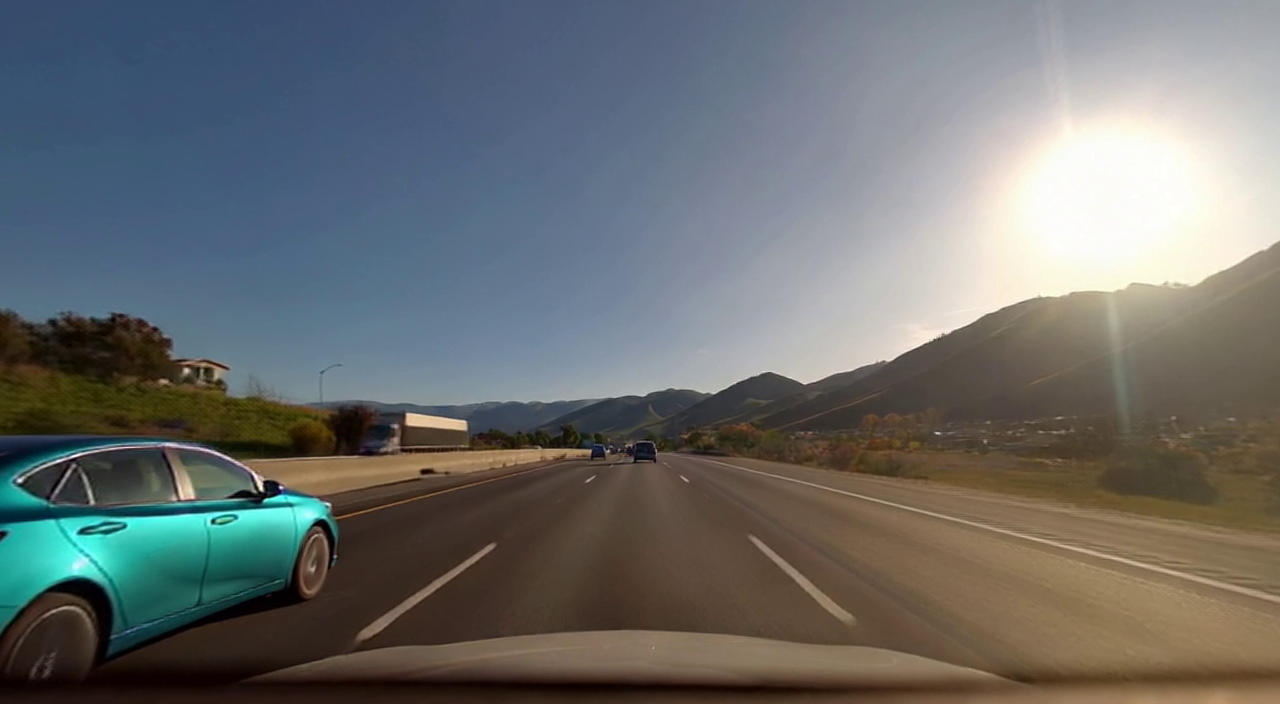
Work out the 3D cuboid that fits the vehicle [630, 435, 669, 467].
[{"bbox_3d":[0.534,6.150,39.251,2.272,1.836,4.866,0,-8,0],"label":"vehicle"}]
